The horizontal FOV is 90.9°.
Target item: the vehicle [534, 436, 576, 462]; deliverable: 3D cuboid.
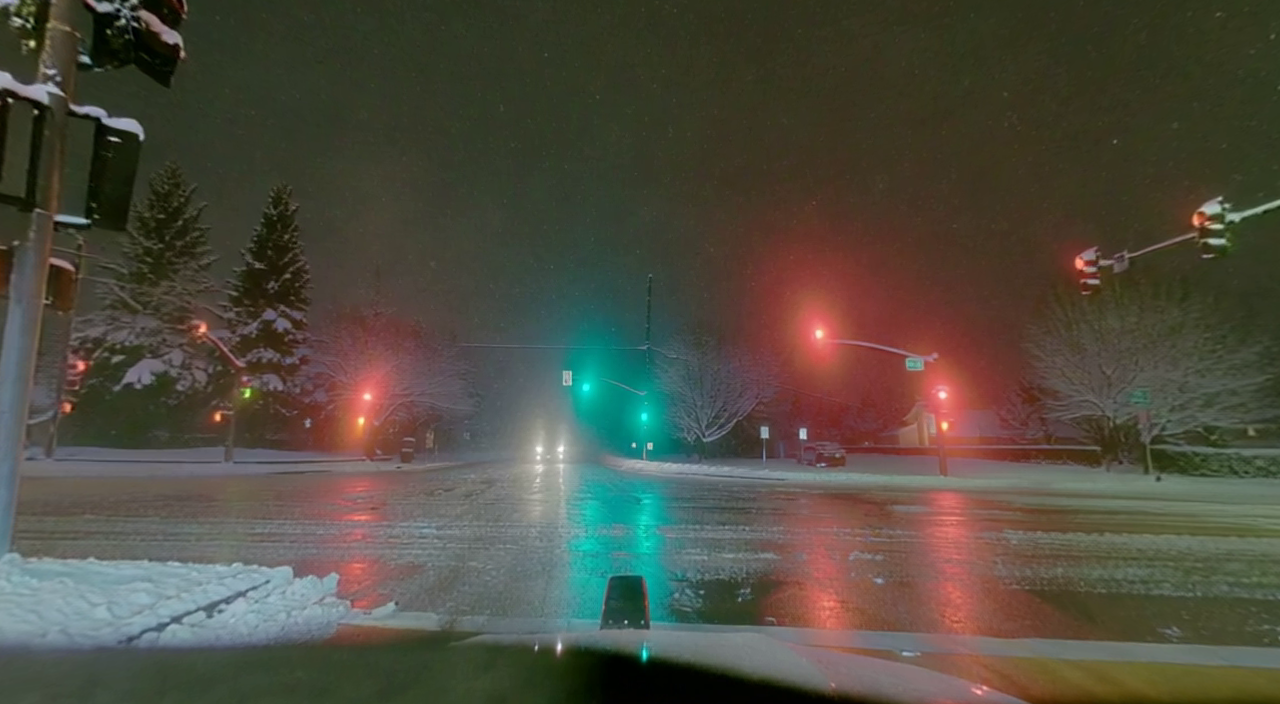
[{"bbox_3d":[-6.040,7.018,45.706,2.234,1.796,5.416,0,-8,1],"label":"vehicle"}]
